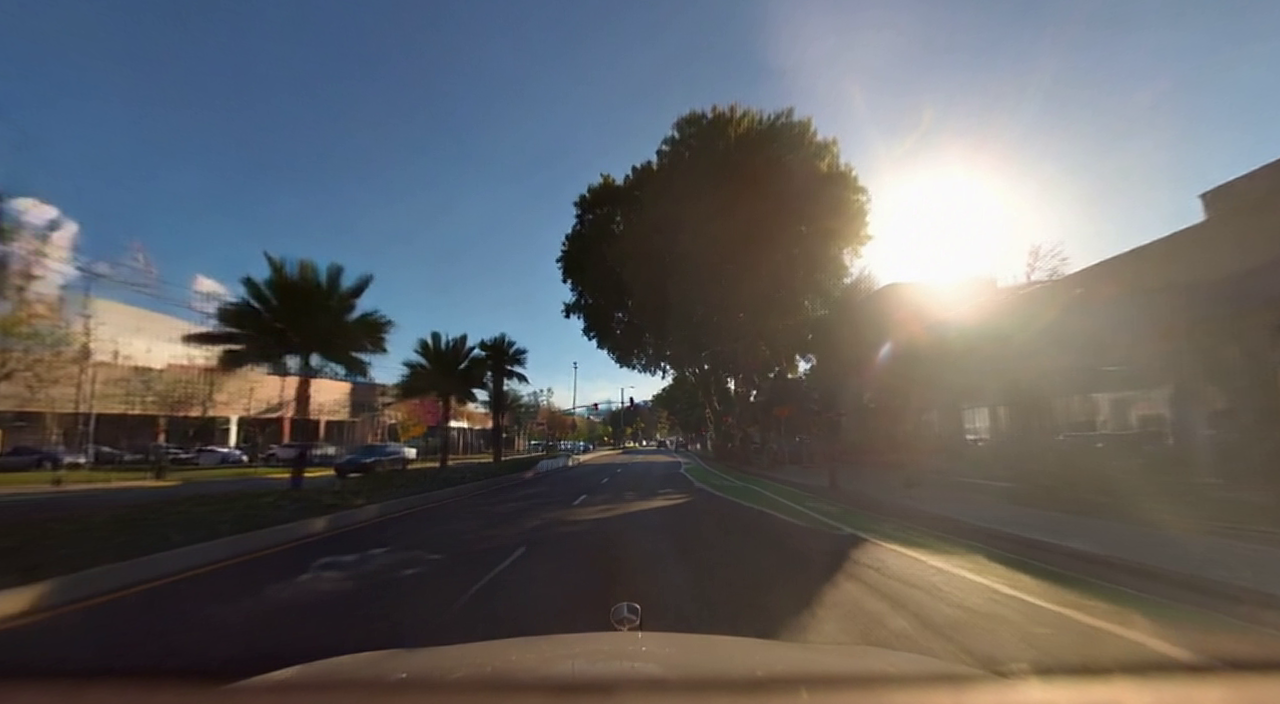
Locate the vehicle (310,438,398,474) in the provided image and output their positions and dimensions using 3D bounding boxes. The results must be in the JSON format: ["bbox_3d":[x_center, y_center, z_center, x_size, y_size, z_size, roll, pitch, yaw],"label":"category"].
[{"bbox_3d":[-16.501,6.050,36.892,2.211,1.924,5.789,0,-9,3],"label":"vehicle"}]
